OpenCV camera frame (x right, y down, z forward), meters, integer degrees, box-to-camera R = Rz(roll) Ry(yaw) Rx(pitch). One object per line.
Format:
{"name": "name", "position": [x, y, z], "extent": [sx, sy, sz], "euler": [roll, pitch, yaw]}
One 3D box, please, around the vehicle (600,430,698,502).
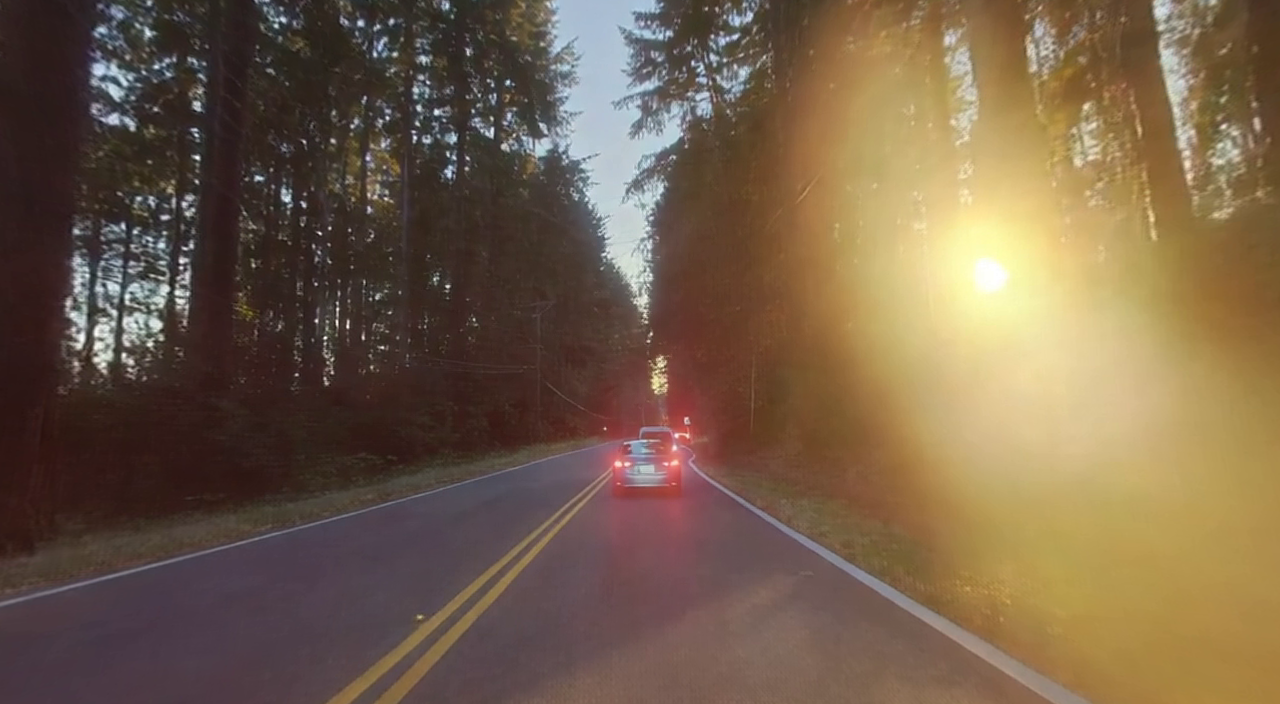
{"name": "vehicle", "position": [0.169, 2.705, 15.295], "extent": [2.081, 1.503, 3.726], "euler": [0, -8, -1]}
